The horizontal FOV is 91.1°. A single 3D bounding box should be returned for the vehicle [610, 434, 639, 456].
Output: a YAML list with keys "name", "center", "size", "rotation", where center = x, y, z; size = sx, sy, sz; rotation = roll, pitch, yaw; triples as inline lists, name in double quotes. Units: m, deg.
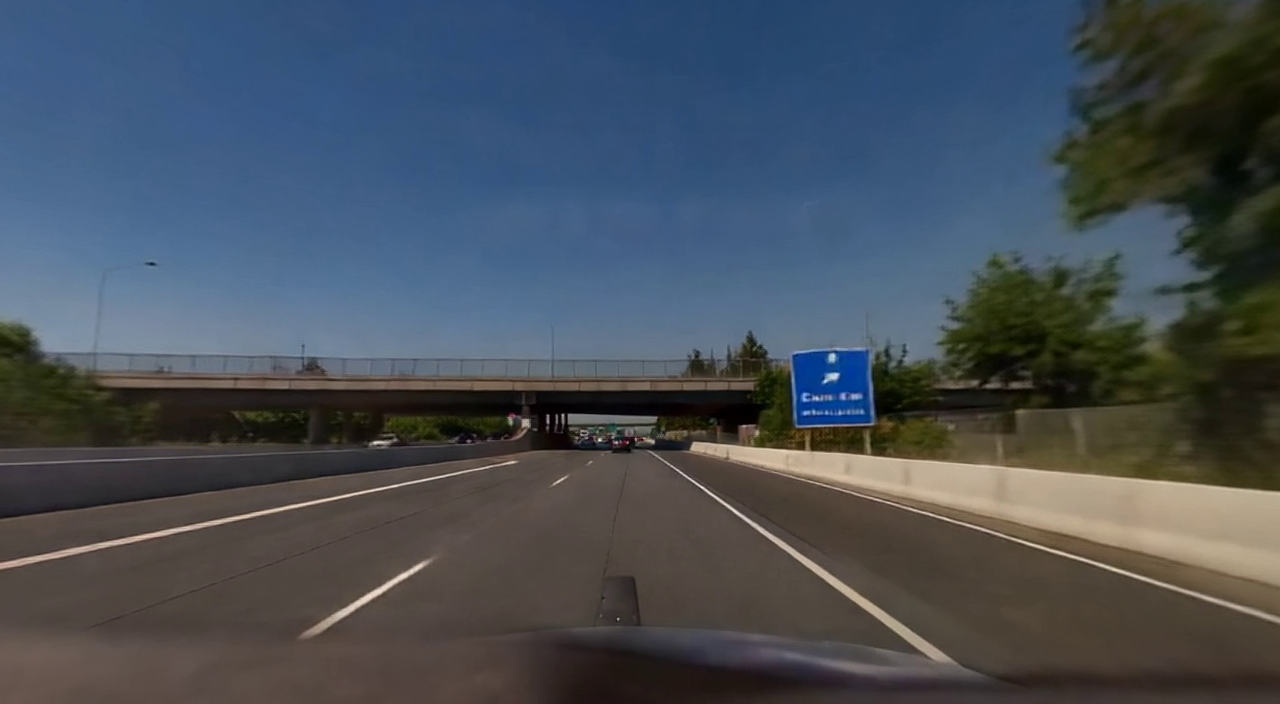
- name: "vehicle"
  center: [-1.091, 6.586, 44.635]
  size: [2.025, 1.519, 3.924]
  rotation: [0, -8, -1]
